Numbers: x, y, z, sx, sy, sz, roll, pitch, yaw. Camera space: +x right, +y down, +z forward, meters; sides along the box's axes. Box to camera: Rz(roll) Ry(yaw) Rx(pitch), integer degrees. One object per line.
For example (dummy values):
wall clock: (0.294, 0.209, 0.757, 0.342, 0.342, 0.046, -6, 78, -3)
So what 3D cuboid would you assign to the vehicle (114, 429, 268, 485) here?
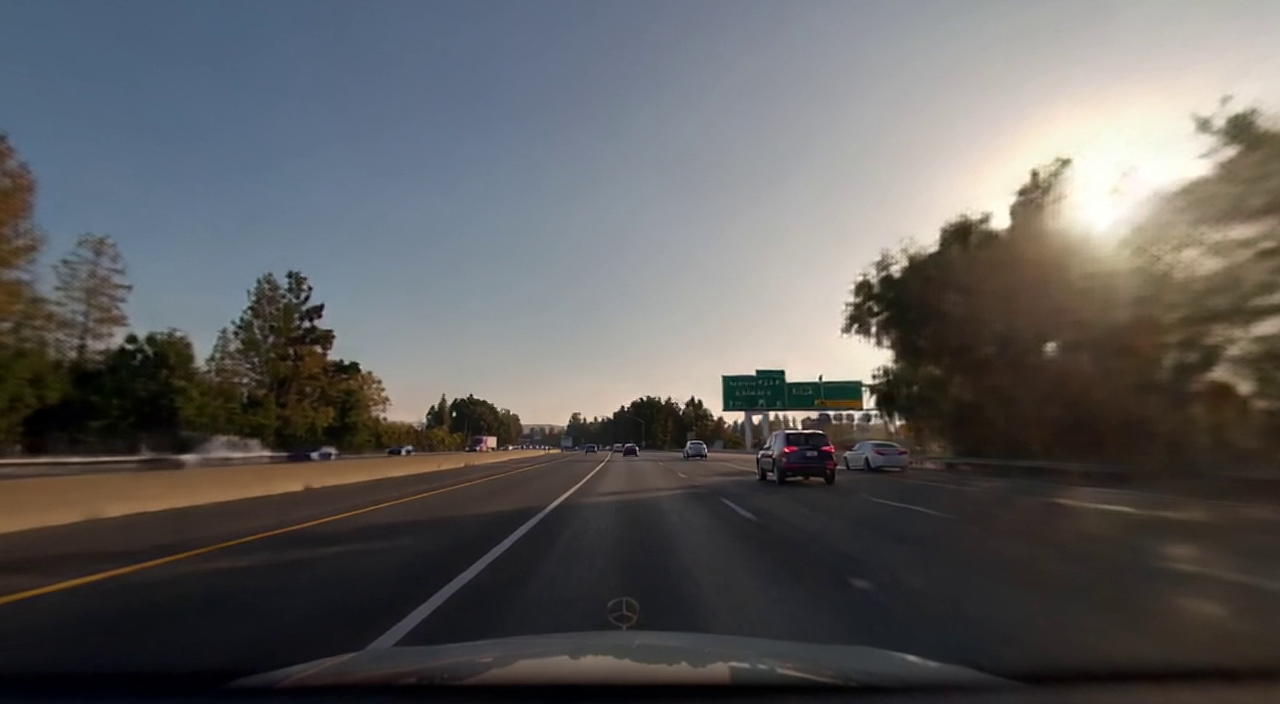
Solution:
vehicle: (-16.835, 3.947, 24.063, 2.147, 1.888, 5.094, 0, -8, -1)

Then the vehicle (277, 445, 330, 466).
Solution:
vehicle: (-25.293, 7.755, 47.462, 1.808, 1.491, 4.159, 0, -8, -1)

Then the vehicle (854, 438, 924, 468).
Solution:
vehicle: (14.212, 5.800, 36.214, 2.072, 1.611, 4.387, 0, -8, -2)

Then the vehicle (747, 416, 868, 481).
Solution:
vehicle: (6.790, 4.096, 27.022, 2.779, 2.339, 8.073, 0, -8, -2)
